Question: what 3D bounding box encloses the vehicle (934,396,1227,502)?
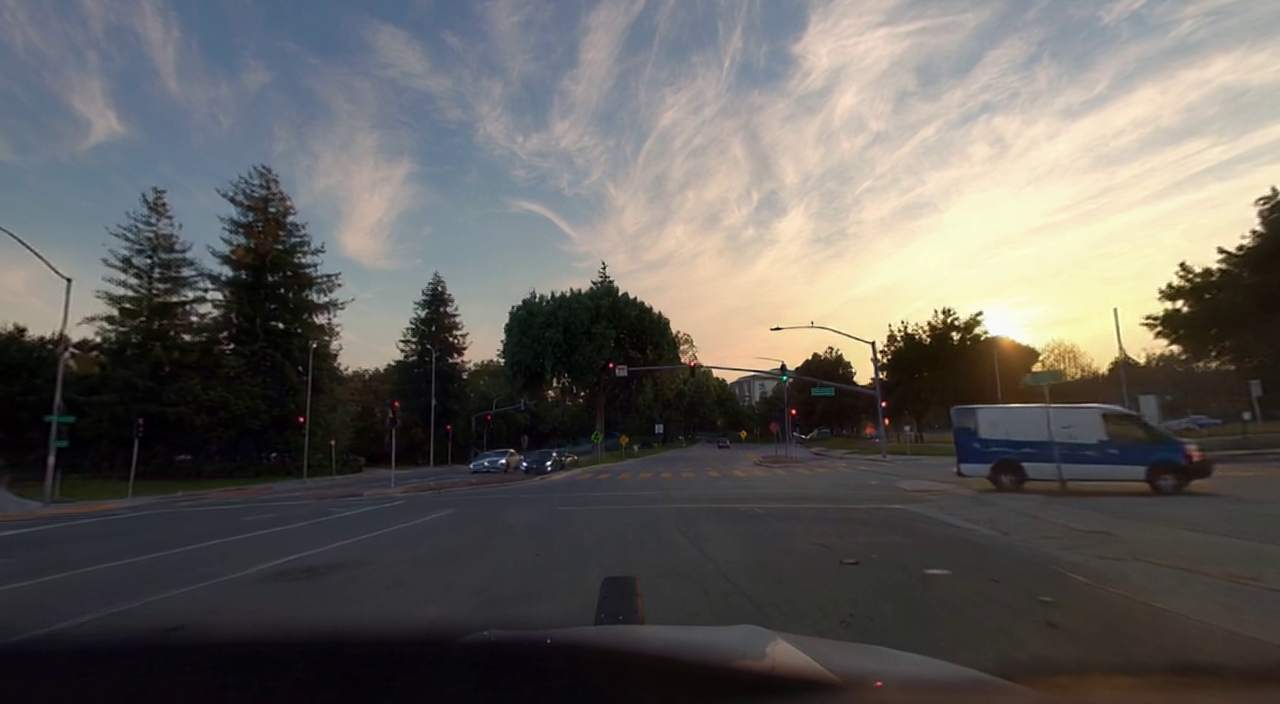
[{"bbox_3d":[11.151,2.556,16.772,5.791,2.404,2.465,-3,-9,21],"label":"vehicle"}]
